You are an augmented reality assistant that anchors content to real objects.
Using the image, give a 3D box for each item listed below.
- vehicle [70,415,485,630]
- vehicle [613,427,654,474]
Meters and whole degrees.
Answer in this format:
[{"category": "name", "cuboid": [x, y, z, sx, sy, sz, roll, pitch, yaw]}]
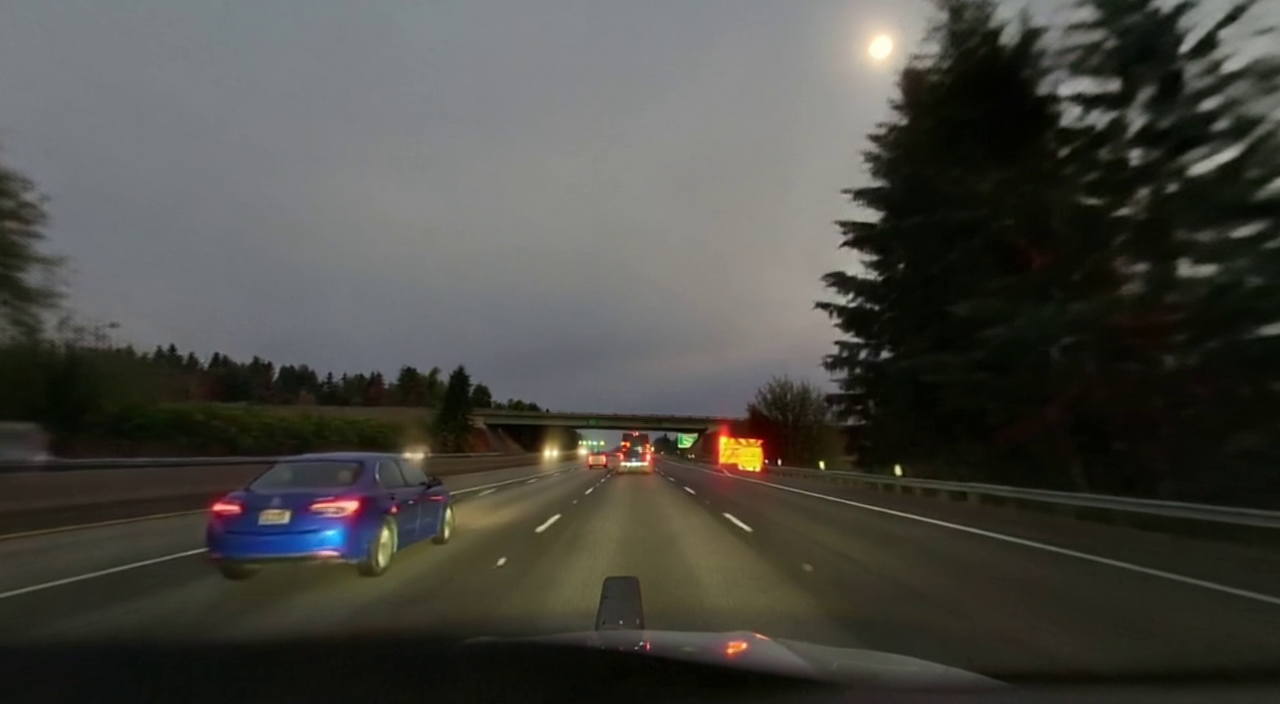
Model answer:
[{"category": "vehicle", "cuboid": [-3.327, 1.641, 7.048, 2.088, 1.643, 4.215, 0, -9, 0]}, {"category": "vehicle", "cuboid": [-0.563, 6.966, 44.800, 2.672, 3.056, 6.900, 0, -9, -2]}]
